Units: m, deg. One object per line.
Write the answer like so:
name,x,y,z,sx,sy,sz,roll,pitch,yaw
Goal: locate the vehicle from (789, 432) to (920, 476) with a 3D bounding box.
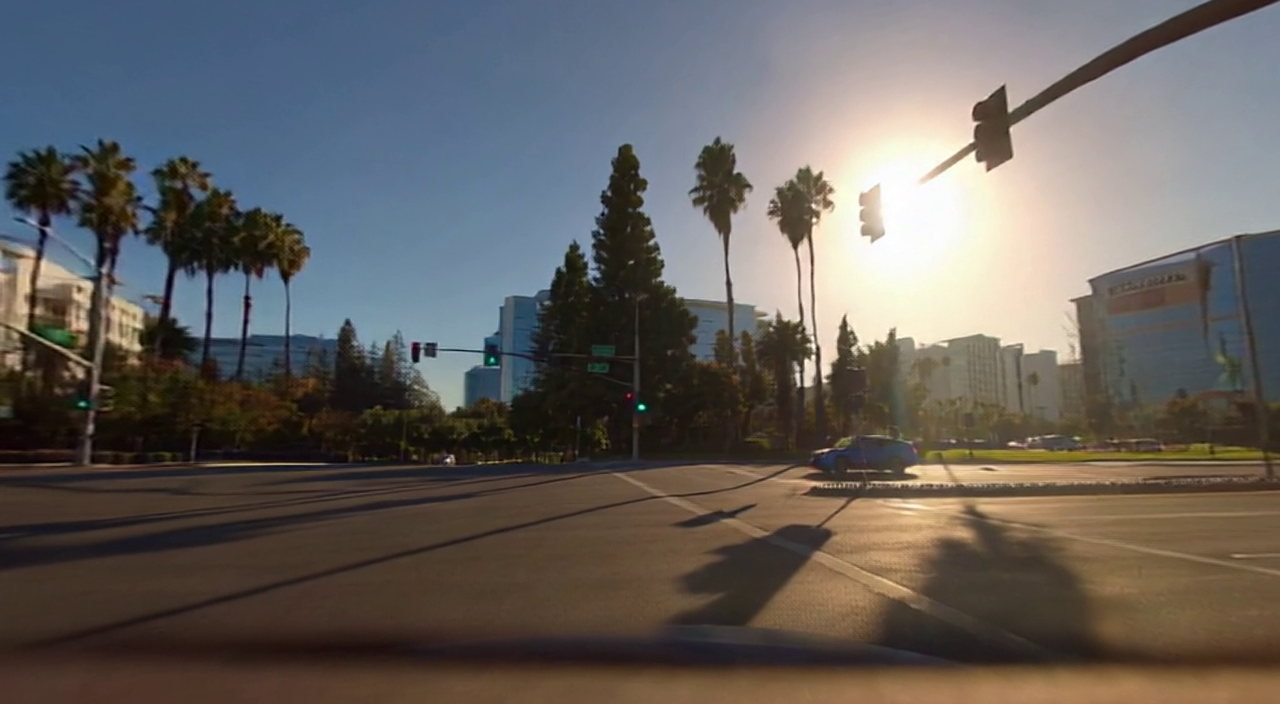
vehicle,9.087,4.350,26.859,4.820,1.751,2.050,1,-9,-7
